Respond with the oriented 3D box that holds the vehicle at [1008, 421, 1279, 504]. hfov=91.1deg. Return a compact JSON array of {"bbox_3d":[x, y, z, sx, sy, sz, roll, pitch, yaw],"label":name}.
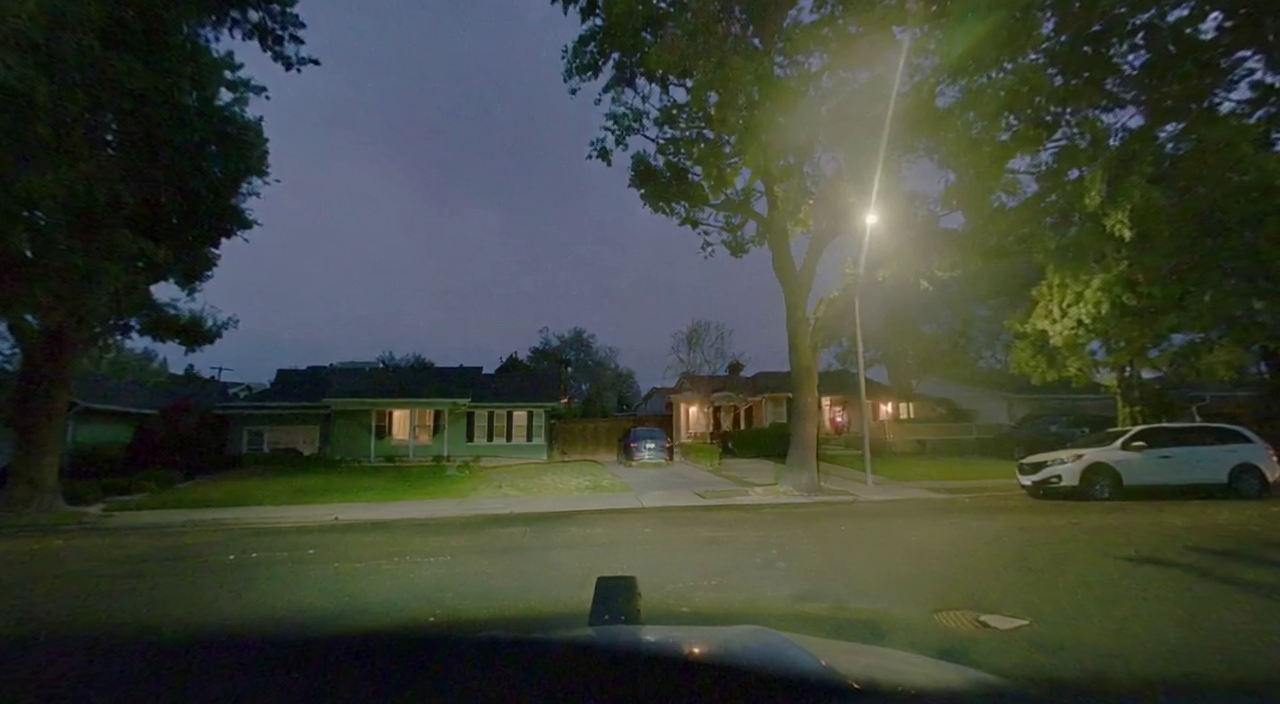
[{"bbox_3d":[10.802,2.329,13.420,4.658,1.615,1.894,0,-8,-2],"label":"vehicle"}]
